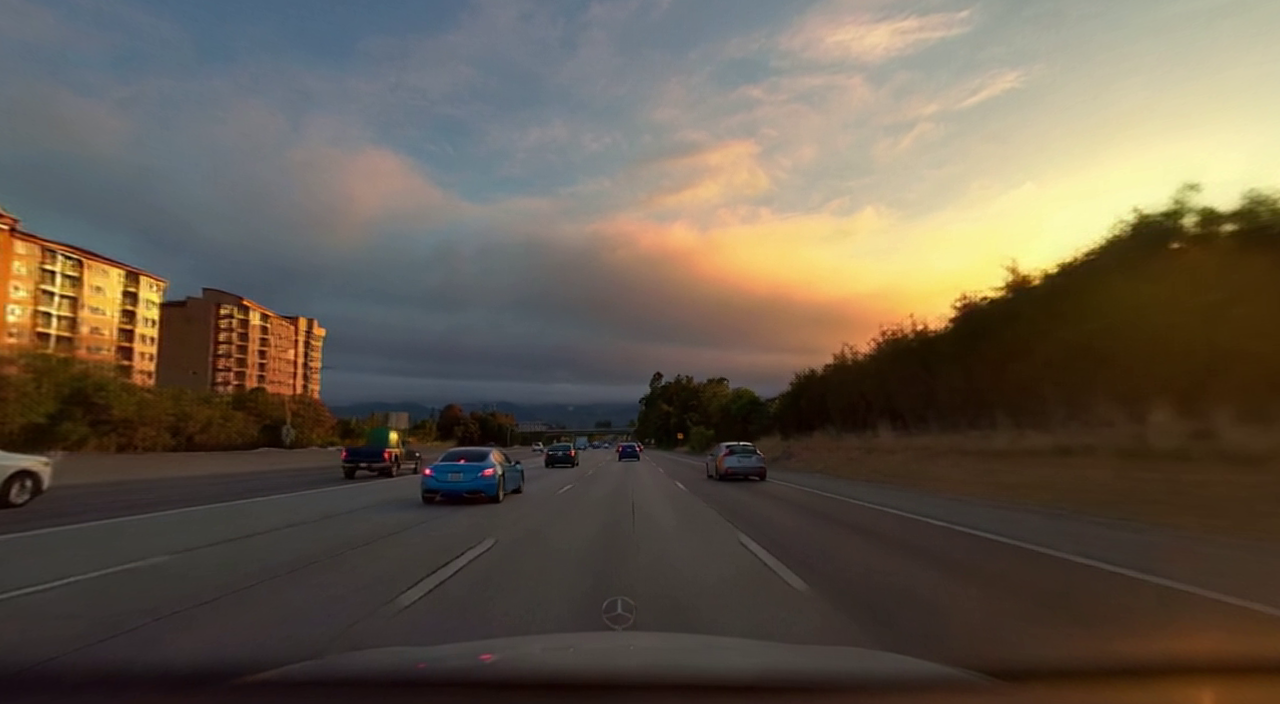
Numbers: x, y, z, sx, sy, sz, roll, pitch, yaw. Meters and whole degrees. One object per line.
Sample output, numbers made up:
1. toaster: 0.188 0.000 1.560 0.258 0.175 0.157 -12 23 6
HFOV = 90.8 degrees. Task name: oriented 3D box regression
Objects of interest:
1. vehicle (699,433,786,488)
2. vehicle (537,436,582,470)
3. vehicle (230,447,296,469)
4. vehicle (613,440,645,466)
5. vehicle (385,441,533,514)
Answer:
1. vehicle: 3.334 3.628 21.516 2.061 1.658 4.417 0 -8 -2
2. vehicle: -4.545 5.801 36.427 2.044 1.774 4.329 0 -8 -1
3. vehicle: -26.264 7.392 44.246 1.816 1.457 4.598 0 -8 0
4. vehicle: -0.739 6.701 42.177 2.053 1.650 3.945 0 -8 -1
5. vehicle: -3.958 2.810 14.732 2.124 1.426 4.444 0 -8 0
